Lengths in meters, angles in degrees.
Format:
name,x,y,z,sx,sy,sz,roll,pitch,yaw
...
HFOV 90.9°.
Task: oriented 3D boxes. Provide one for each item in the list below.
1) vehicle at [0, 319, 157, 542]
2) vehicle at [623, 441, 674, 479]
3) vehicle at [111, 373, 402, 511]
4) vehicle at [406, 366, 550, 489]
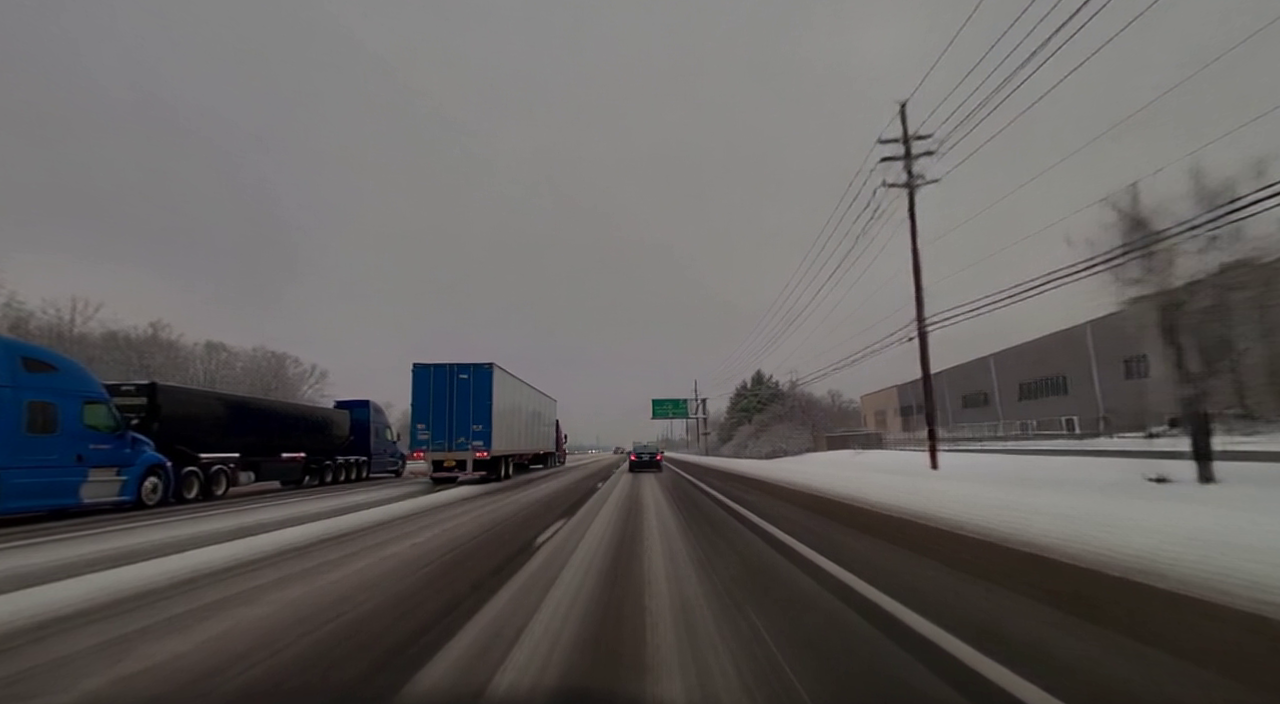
name,x,y,z,sx,sy,sz,roll,pitch,yaw
vehicle,-10.559,1.018,8.249,2.722,3.172,7.167,0,-8,0
vehicle,0.330,4.665,27.554,2.055,1.514,4.323,0,-8,-1
vehicle,-10.534,2.743,19.185,2.896,3.140,9.491,0,-8,0
vehicle,-6.452,3.614,28.603,2.907,4.081,15.311,0,-9,-2
